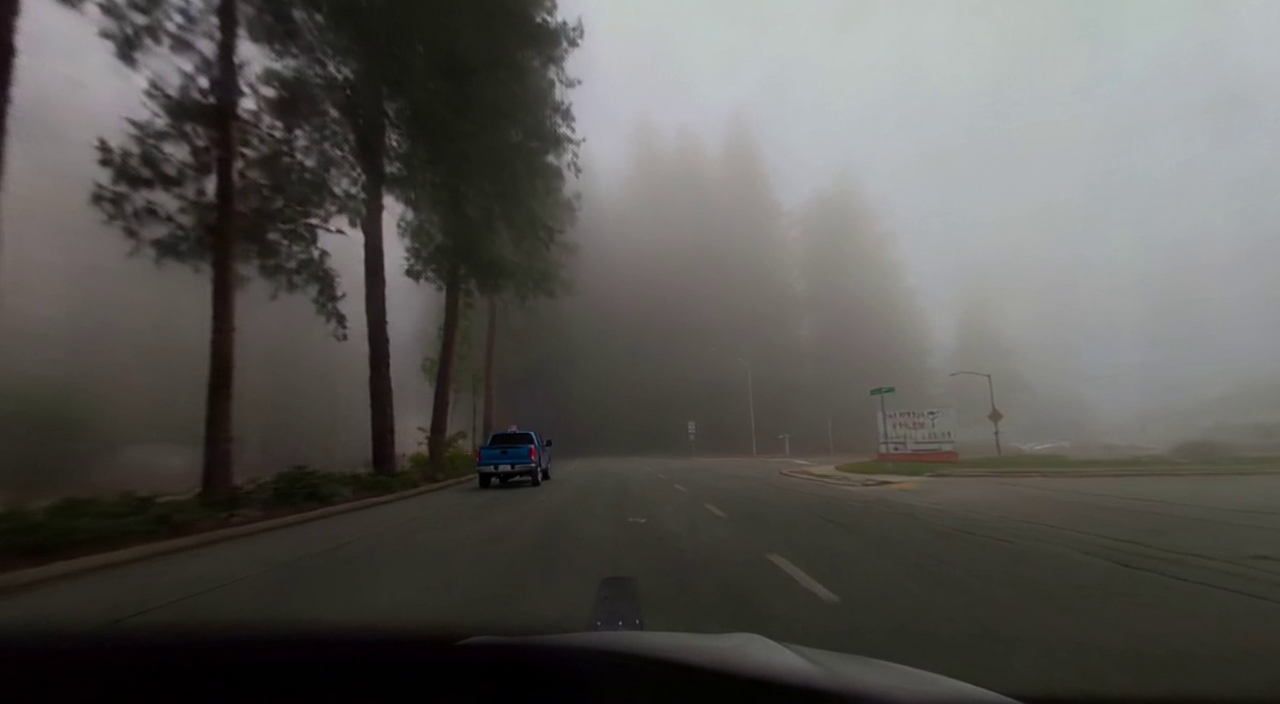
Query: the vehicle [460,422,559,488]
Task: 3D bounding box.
[{"bbox_3d":[-4.178,3.449,21.460,2.267,1.849,6.402,0,-9,-3],"label":"vehicle"}]
